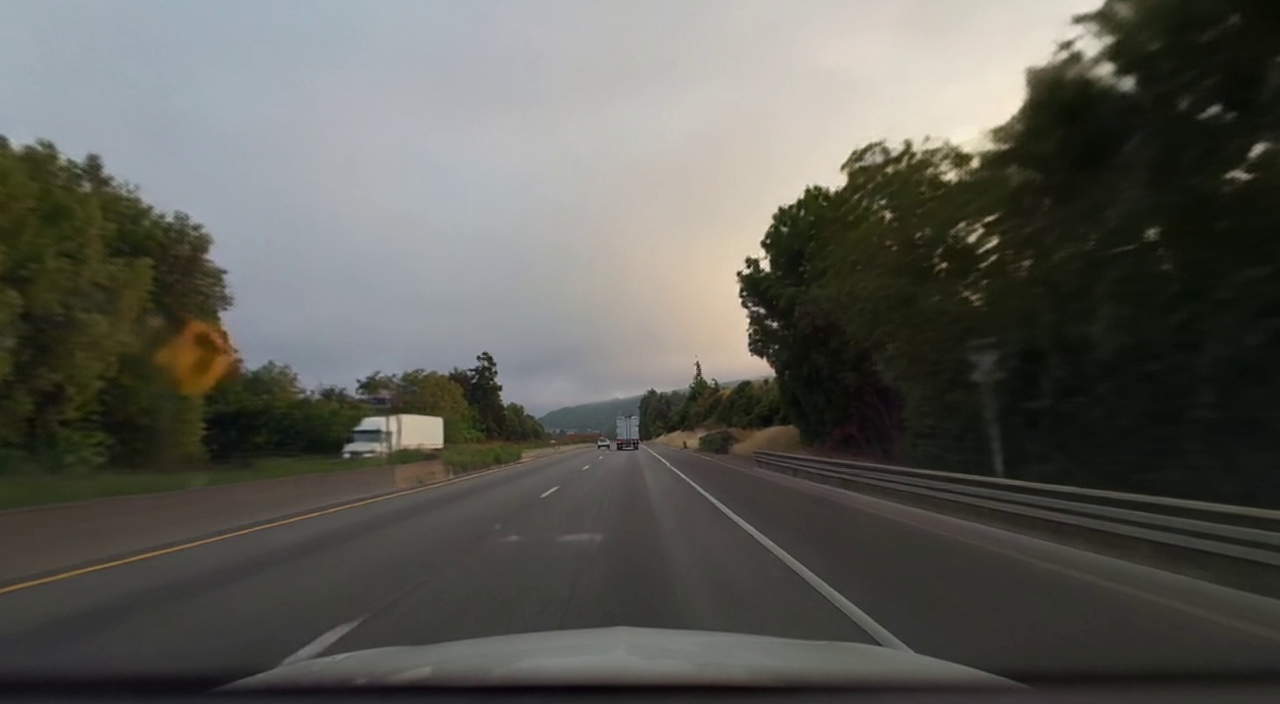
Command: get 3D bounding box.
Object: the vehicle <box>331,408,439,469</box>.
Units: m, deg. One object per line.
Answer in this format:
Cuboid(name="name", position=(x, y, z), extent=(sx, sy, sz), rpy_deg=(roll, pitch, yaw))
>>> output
Cuboid(name="vehicle", position=(-17.413, 6.061, 44.345), extent=(3.033, 3.711, 11.259), rpy_deg=(0, -8, -1))
